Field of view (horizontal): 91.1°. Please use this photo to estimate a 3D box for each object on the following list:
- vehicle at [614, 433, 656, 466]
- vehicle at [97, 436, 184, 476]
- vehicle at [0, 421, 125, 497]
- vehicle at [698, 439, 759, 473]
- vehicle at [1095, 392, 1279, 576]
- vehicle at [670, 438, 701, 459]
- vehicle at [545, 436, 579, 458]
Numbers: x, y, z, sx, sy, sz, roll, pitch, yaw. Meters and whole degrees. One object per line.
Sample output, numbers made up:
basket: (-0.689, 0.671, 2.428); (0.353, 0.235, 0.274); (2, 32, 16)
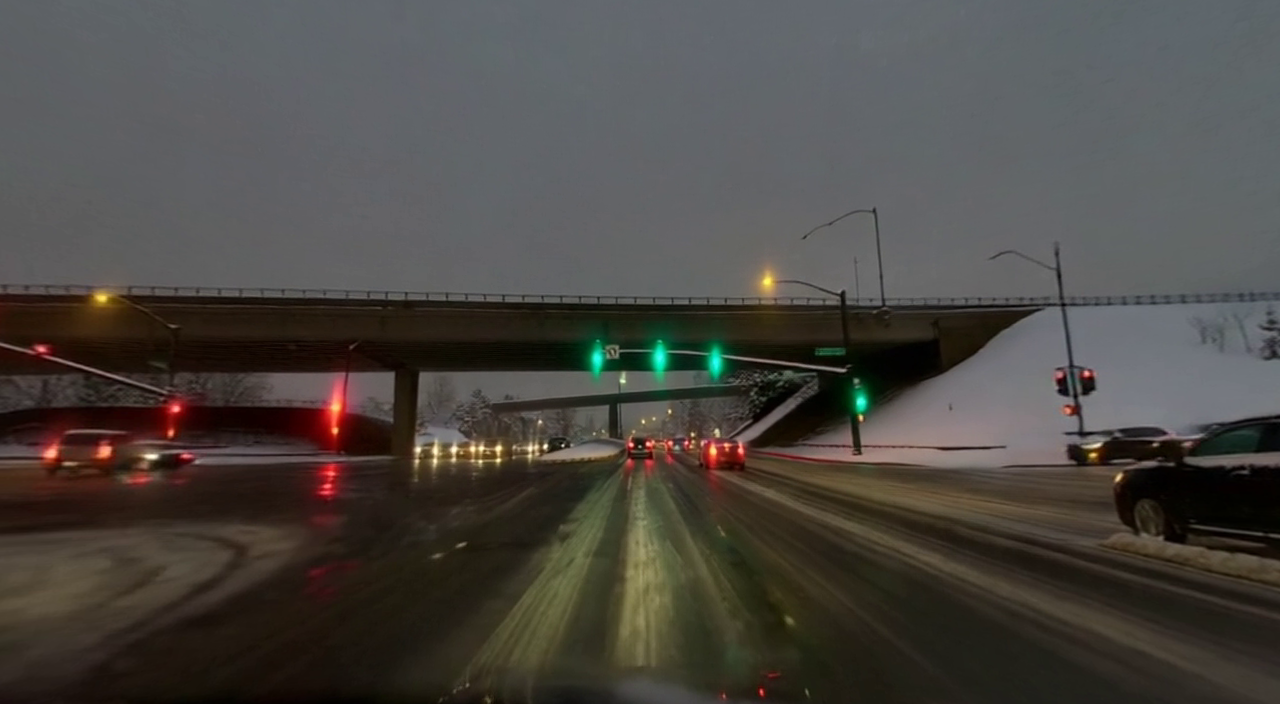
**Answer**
vehicle: (-0.250, 5.323, 34.511); (2.172, 1.694, 4.055); (0, -8, 1)
vehicle: (-23.378, 4.804, 29.305); (4.300, 1.666, 2.094); (-5, -11, 38)
vehicle: (-18.069, 3.254, 19.632); (2.485, 2.012, 5.498); (8, -11, -43)
vehicle: (3.931, 4.703, 28.732); (2.156, 1.404, 4.120); (0, -8, 0)
vehicle: (6.785, 1.224, 5.854); (1.964, 1.647, 4.114); (0, -8, 0)
vehicle: (3.492, 7.496, 49.002); (2.119, 1.509, 4.495); (0, -8, 0)
vehicle: (-5.972, 7.386, 48.461); (1.971, 1.542, 4.377); (-1, -10, 2)
